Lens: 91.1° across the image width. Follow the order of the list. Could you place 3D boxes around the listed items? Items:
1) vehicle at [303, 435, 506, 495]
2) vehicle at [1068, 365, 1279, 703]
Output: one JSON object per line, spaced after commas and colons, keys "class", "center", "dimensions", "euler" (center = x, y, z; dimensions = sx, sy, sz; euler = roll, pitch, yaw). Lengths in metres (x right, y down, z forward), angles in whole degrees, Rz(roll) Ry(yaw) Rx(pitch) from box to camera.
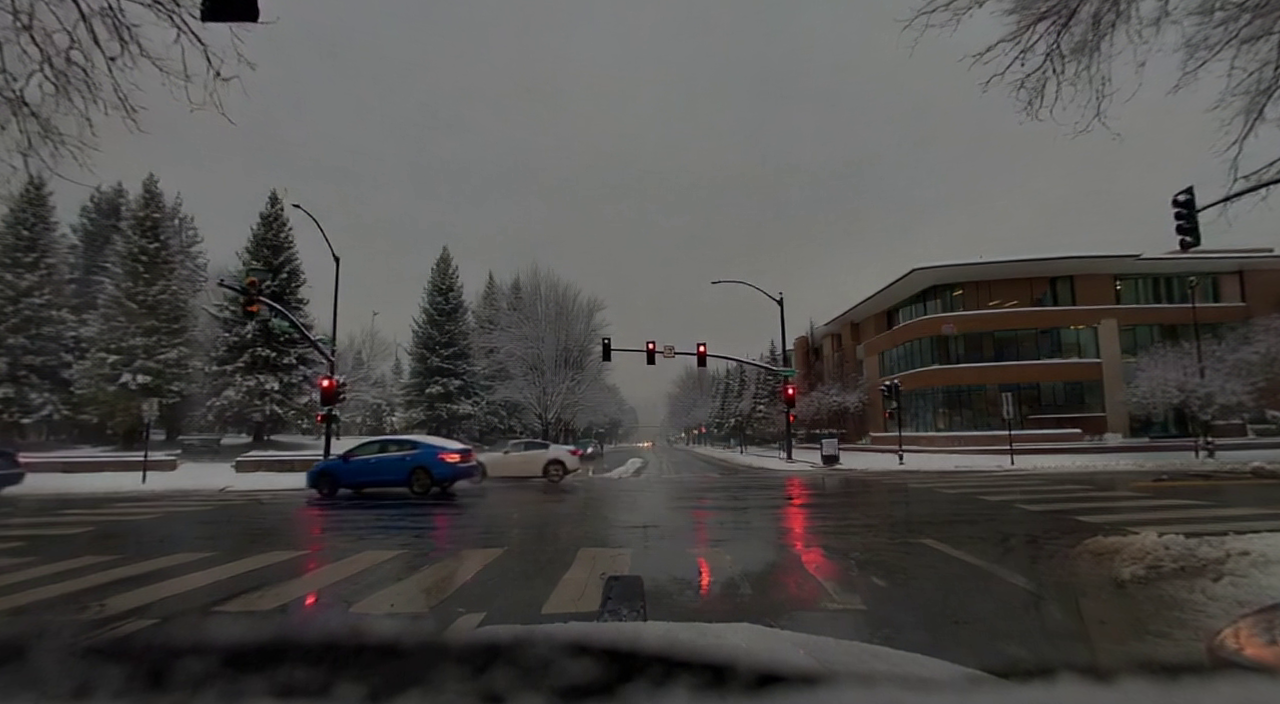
{"class": "vehicle", "center": [-6.204, 3.017, 16.995], "dimensions": [4.723, 1.484, 1.883], "euler": [0, -8, 0]}
{"class": "vehicle", "center": [2.884, 0.676, 0.830], "dimensions": [1.947, 1.576, 3.825], "euler": [0, -8, 1]}
